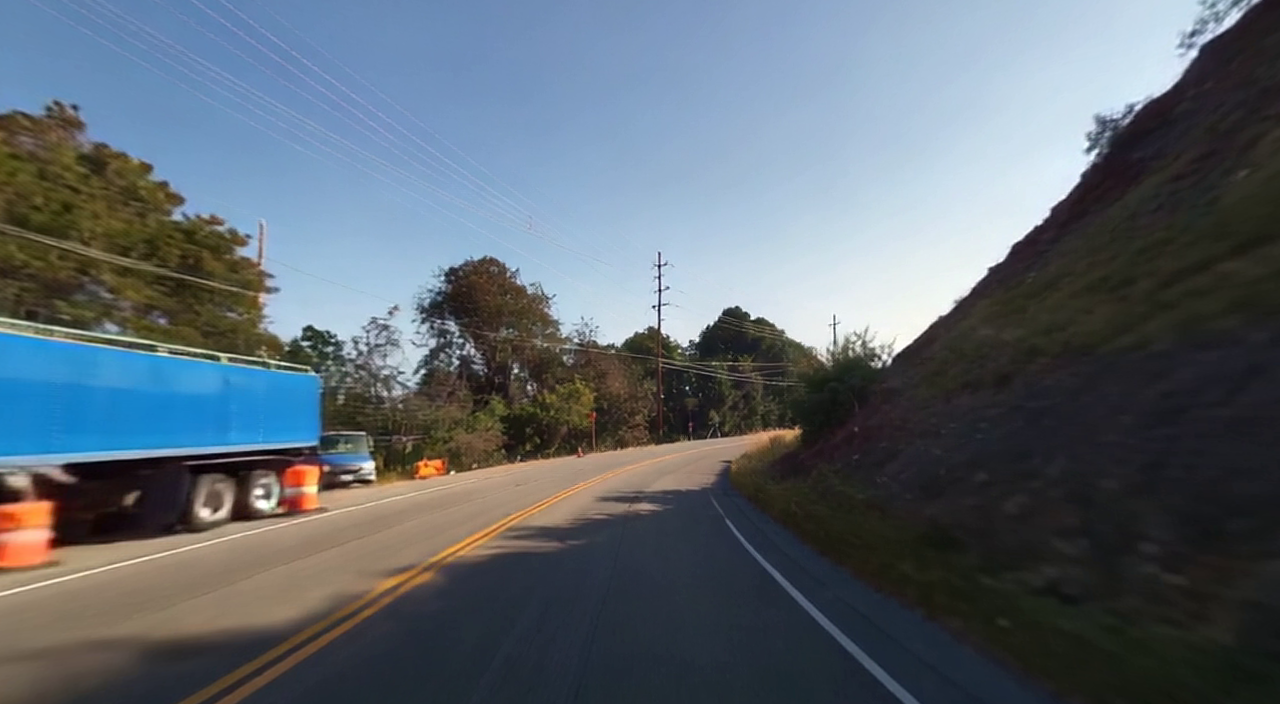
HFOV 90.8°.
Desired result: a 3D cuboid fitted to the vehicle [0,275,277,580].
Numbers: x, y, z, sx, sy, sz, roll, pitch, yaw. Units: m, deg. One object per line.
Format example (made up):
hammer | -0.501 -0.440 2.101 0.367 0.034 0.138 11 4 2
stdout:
vehicle | -8.187 1.048 7.958 3.031 3.185 7.053 -4 -8 1
